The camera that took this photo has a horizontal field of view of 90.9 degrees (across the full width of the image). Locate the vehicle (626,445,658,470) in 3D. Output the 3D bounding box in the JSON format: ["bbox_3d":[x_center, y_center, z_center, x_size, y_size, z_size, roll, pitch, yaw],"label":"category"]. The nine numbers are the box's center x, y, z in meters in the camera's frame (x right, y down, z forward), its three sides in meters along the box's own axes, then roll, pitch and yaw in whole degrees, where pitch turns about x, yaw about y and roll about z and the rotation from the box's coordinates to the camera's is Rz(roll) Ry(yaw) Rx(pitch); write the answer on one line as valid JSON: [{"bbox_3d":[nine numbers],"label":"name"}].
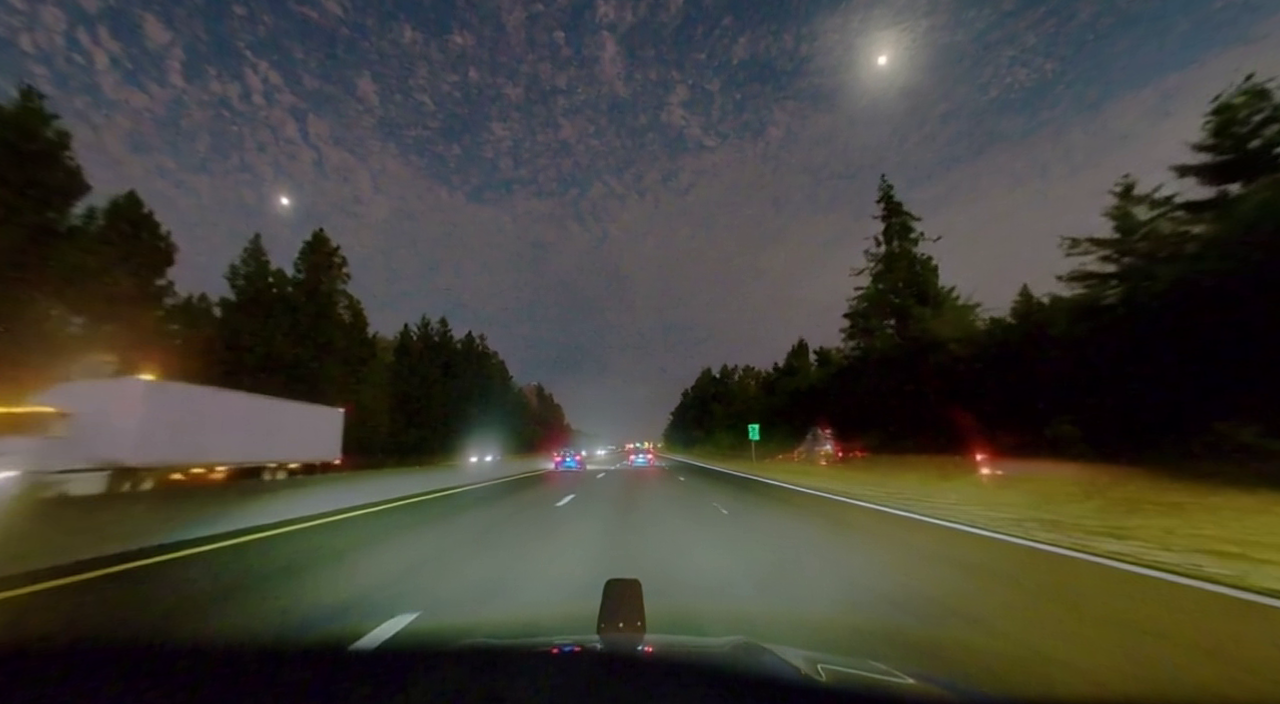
[{"bbox_3d":[0.137,7.011,42.129,2.011,1.590,3.607,0,-9,0],"label":"vehicle"}]

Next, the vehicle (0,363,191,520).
[{"bbox_3d":[-17.614,2.752,19.365,2.969,4.056,6.010,0,-9,0],"label":"vehicle"}]

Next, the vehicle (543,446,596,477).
[{"bbox_3d":[-3.613,5.669,32.950,2.157,1.483,4.601,0,-9,1],"label":"vehicle"}]
